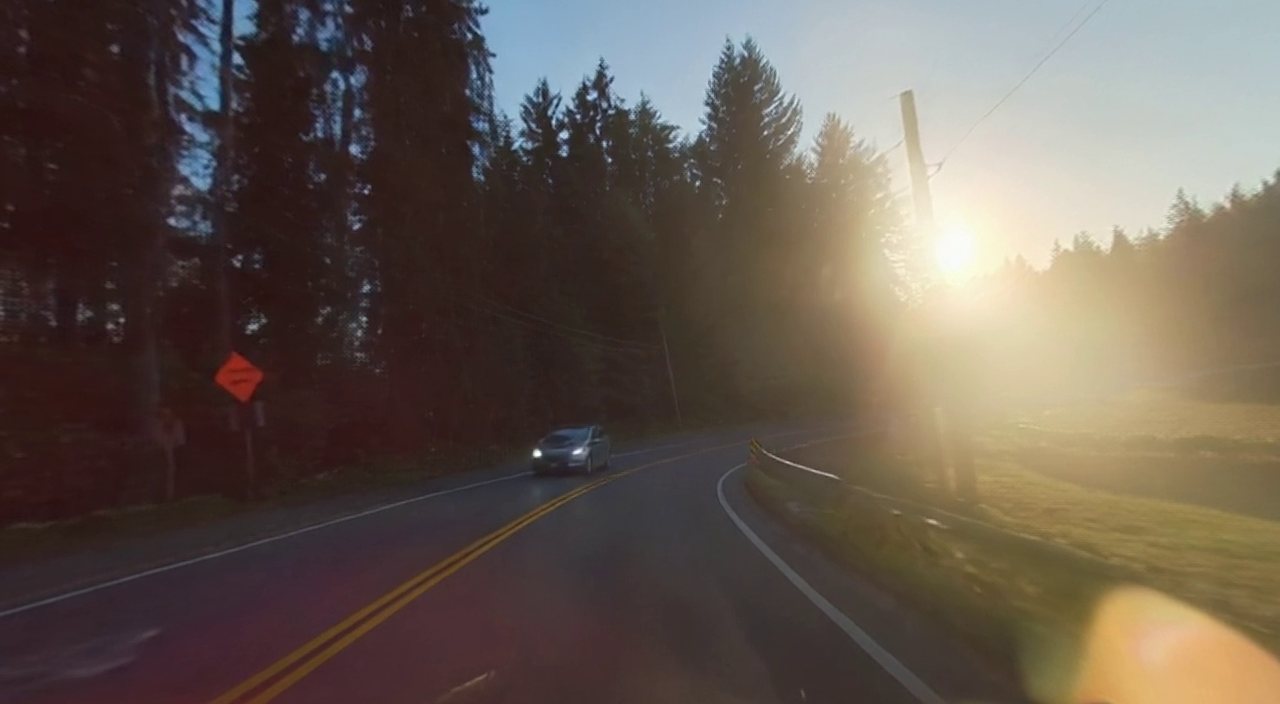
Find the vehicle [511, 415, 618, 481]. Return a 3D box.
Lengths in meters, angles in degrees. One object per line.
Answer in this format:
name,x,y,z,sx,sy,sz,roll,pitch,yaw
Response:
vehicle,-2.369,3.258,21.326,2.095,1.939,4.857,-3,-9,12
